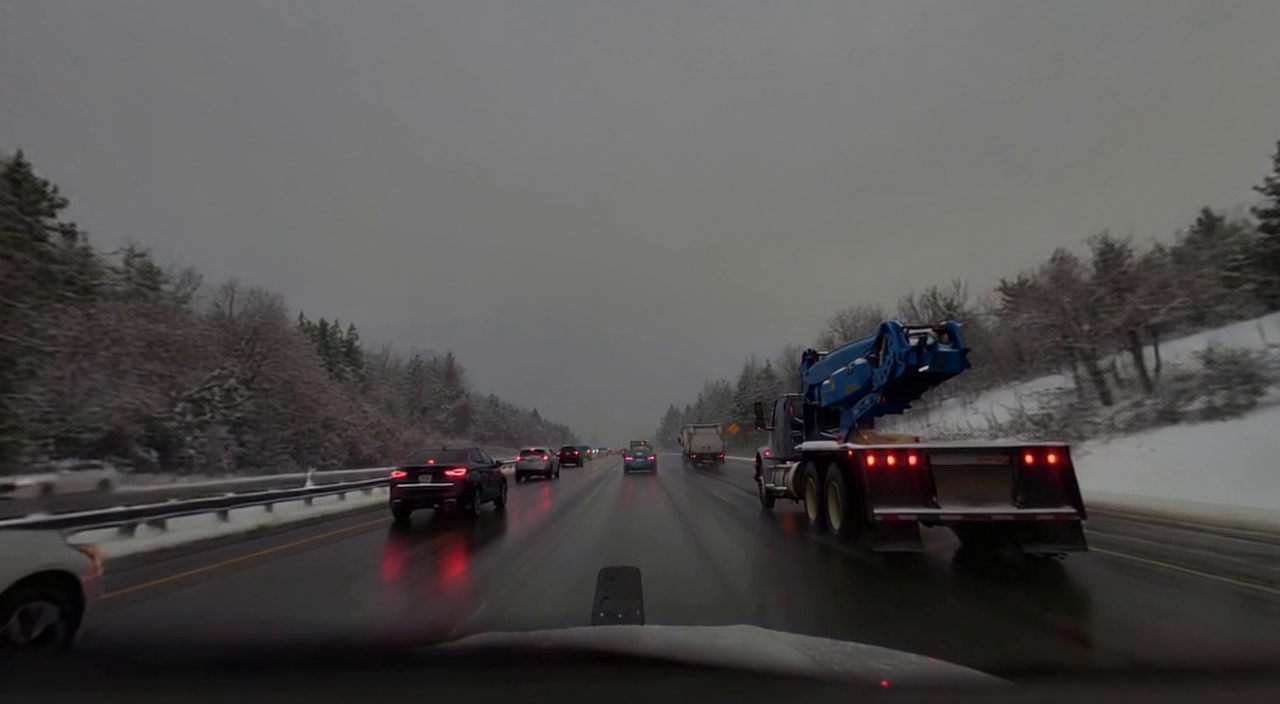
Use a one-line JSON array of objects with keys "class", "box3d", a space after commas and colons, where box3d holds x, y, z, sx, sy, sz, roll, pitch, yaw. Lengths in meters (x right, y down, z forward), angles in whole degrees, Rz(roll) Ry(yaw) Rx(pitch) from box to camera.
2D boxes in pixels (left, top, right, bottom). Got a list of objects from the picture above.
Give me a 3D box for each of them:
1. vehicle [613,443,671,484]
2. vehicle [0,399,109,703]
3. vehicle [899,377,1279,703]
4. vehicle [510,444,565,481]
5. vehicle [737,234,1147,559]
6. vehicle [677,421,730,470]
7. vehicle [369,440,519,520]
[{"class": "vehicle", "box3d": [0.021, 4.477, 25.458, 2.150, 1.498, 3.988, 0, -9, -2]}, {"class": "vehicle", "box3d": [-4.158, 0.792, 1.597, 1.978, 1.556, 4.119, 0, -9, 0]}, {"class": "vehicle", "box3d": [4.067, 1.080, 3.686, 2.599, 1.631, 5.693, 0, -9, -1]}, {"class": "vehicle", "box3d": [-4.599, 5.032, 28.792, 1.858, 1.527, 3.974, 0, -9, 0]}, {"class": "vehicle", "box3d": [3.930, 1.071, 11.171, 2.975, 3.618, 8.456, 0, -9, 0]}, {"class": "vehicle", "box3d": [3.917, 5.991, 40.121, 2.416, 2.829, 7.016, 0, -9, -2]}, {"class": "vehicle", "box3d": [-4.232, 2.823, 14.435, 1.880, 1.507, 4.757, 0, -9, 0]}]
